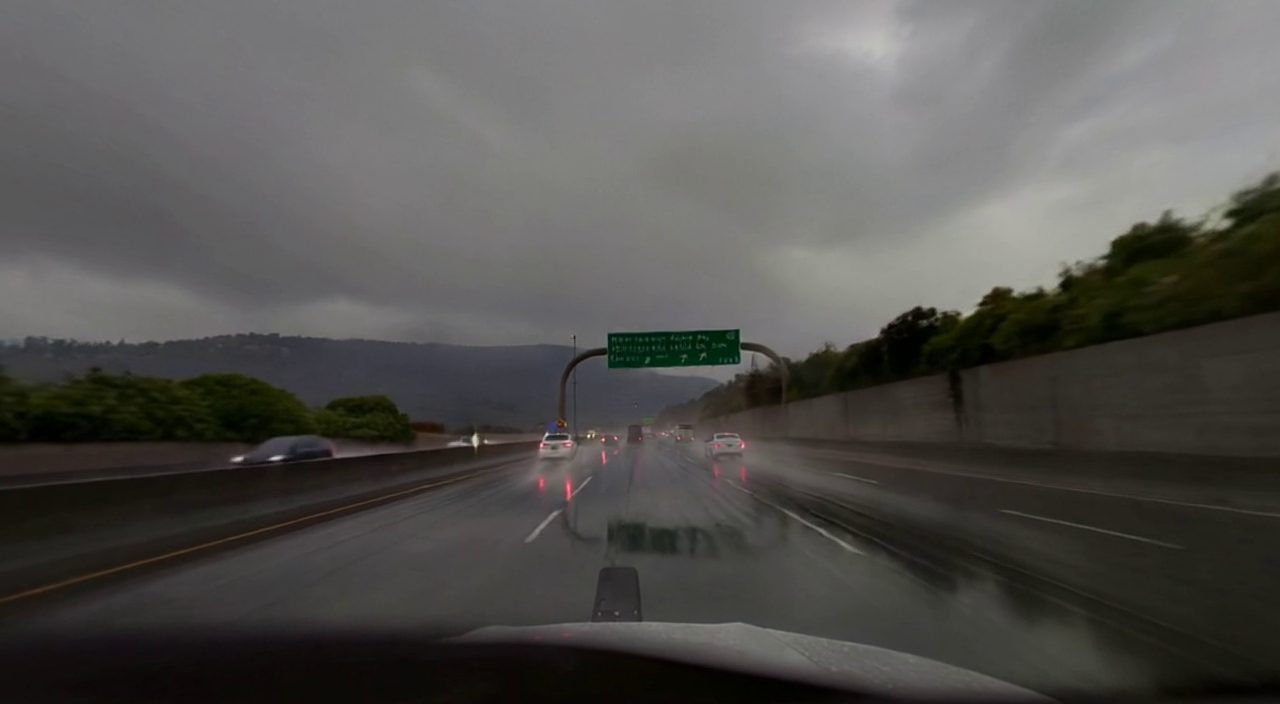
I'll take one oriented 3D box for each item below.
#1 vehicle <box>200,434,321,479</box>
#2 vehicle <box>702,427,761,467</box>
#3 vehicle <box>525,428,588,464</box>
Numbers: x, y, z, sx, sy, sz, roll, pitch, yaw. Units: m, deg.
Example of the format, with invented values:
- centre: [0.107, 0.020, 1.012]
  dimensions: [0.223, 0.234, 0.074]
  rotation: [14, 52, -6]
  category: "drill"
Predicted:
- centre: [-14.581, 4.006, 24.550]
  dimensions: [2.015, 1.577, 4.262]
  rotation: [0, -8, 0]
  category: "vehicle"
- centre: [3.630, 3.821, 25.585]
  dimensions: [1.806, 1.469, 3.681]
  rotation: [0, -8, -1]
  category: "vehicle"
- centre: [-3.627, 4.173, 28.120]
  dimensions: [2.204, 1.486, 4.121]
  rotation: [0, -8, 0]
  category: "vehicle"
